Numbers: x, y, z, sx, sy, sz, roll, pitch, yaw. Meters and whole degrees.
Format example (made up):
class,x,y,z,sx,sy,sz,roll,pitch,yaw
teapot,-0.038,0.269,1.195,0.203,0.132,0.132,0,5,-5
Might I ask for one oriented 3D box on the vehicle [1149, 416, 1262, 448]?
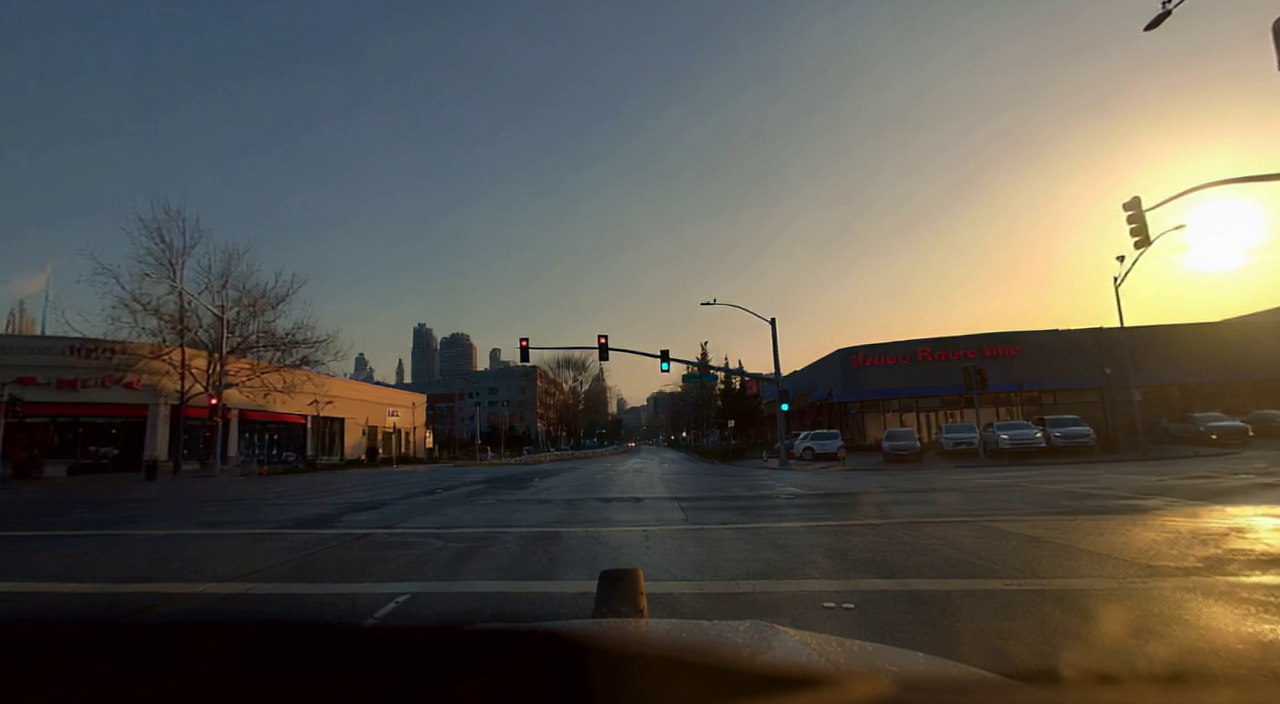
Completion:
class,x,y,z,sx,sy,sz,roll,pitch,yaw
vehicle,28.270,4.070,31.714,1.799,1.459,4.266,-1,-8,3
